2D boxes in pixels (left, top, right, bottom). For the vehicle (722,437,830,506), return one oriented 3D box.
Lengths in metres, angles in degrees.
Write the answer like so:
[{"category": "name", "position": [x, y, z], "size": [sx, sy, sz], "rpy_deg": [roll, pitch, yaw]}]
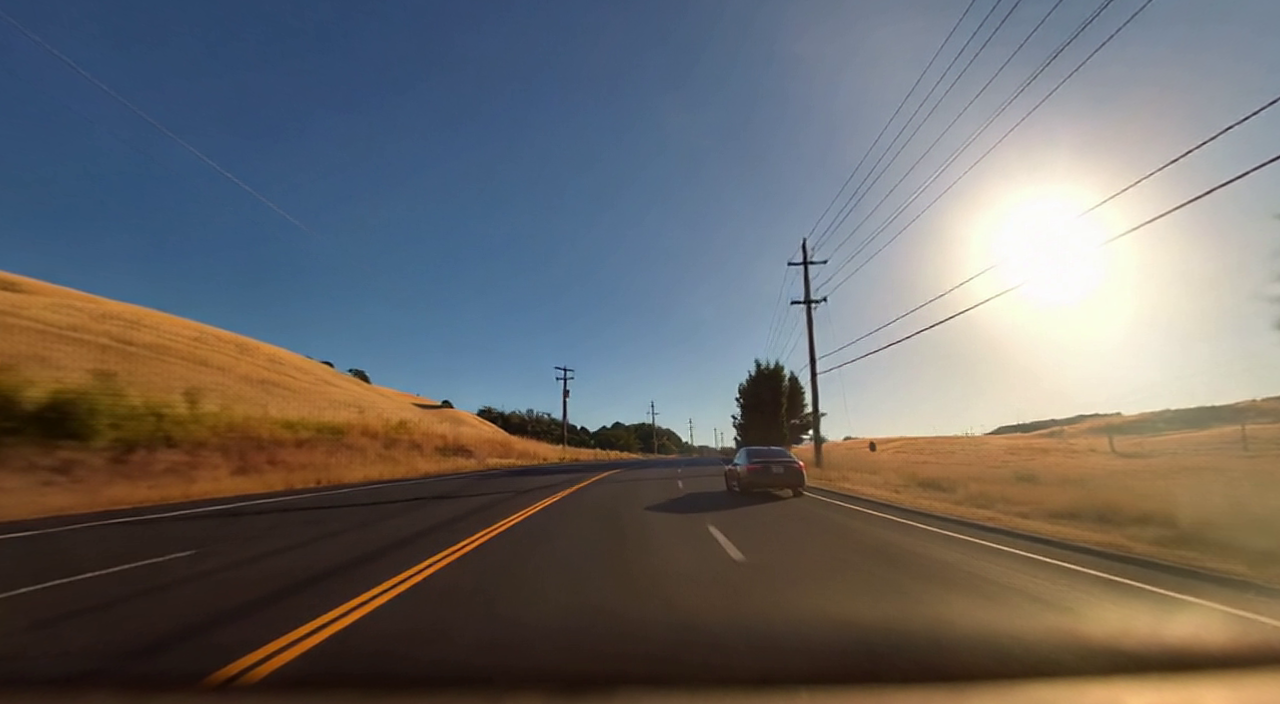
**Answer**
[{"category": "vehicle", "position": [3.656, 3.302, 17.896], "size": [2.135, 1.692, 4.185], "rpy_deg": [0, -9, 0]}]
